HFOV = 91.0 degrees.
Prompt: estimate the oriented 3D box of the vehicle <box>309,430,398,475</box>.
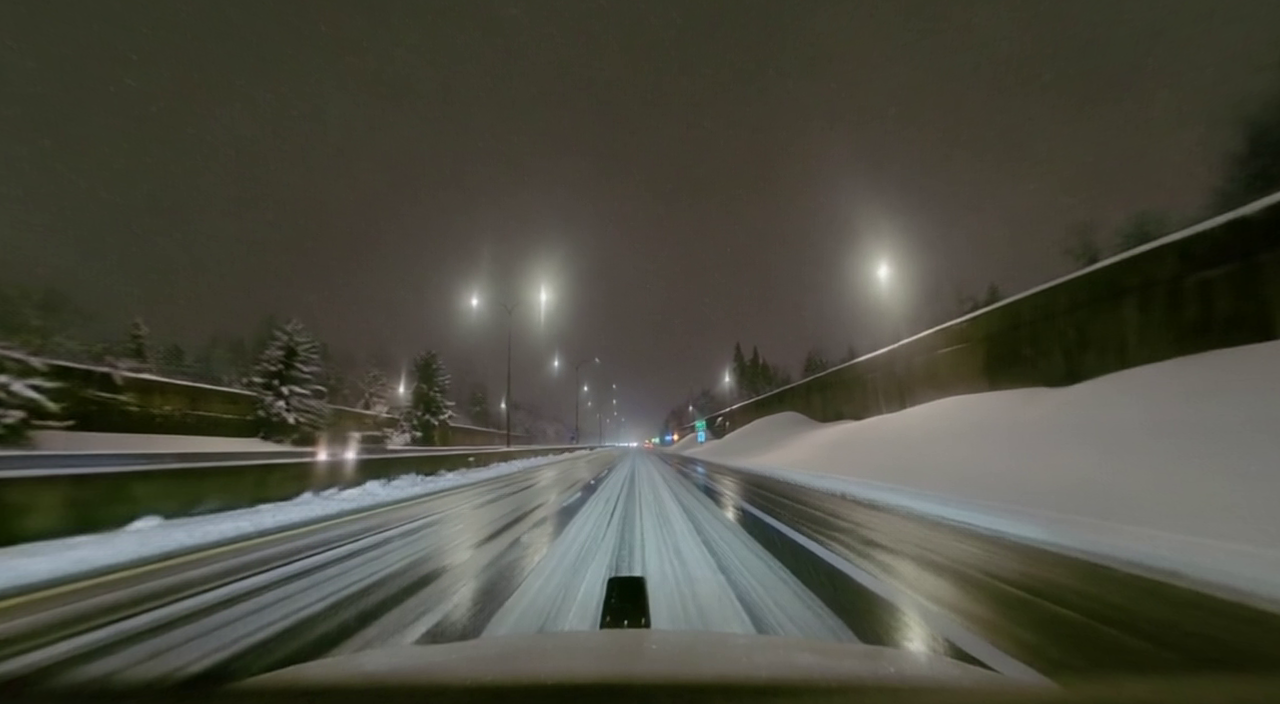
[{"bbox_3d":[-15.961,5.602,35.456,2.415,2.310,5.278,0,-8,1],"label":"vehicle"}]
